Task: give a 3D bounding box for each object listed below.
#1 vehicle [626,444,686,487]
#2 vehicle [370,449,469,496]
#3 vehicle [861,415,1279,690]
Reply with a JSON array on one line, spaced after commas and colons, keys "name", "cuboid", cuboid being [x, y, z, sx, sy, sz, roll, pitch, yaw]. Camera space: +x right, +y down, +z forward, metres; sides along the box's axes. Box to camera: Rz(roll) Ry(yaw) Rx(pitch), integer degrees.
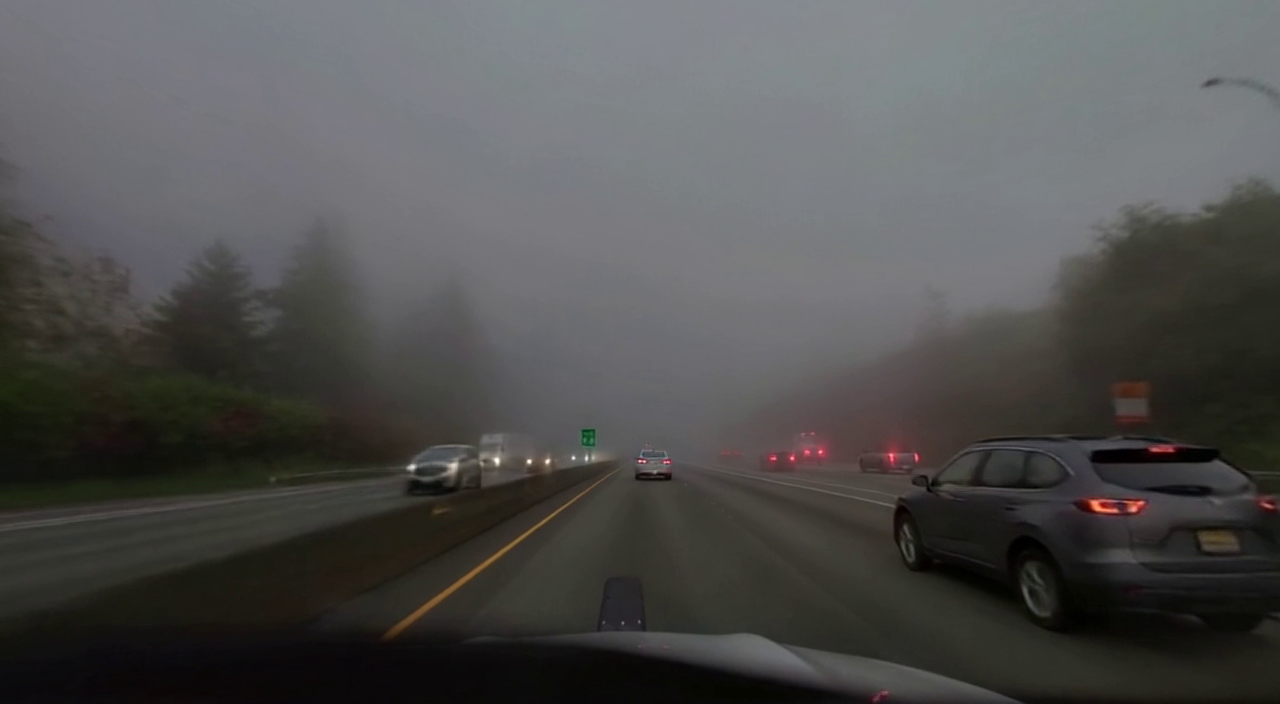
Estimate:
[{"name": "vehicle", "cuboid": [0.597, 4.482, 25.151, 2.177, 1.520, 4.278, 0, -9, 0]}, {"name": "vehicle", "cuboid": [-7.798, 4.287, 22.806, 1.922, 1.501, 4.532, 0, -9, 0]}, {"name": "vehicle", "cuboid": [3.793, 1.424, 5.640, 2.029, 1.475, 4.279, 0, -9, -1]}]
